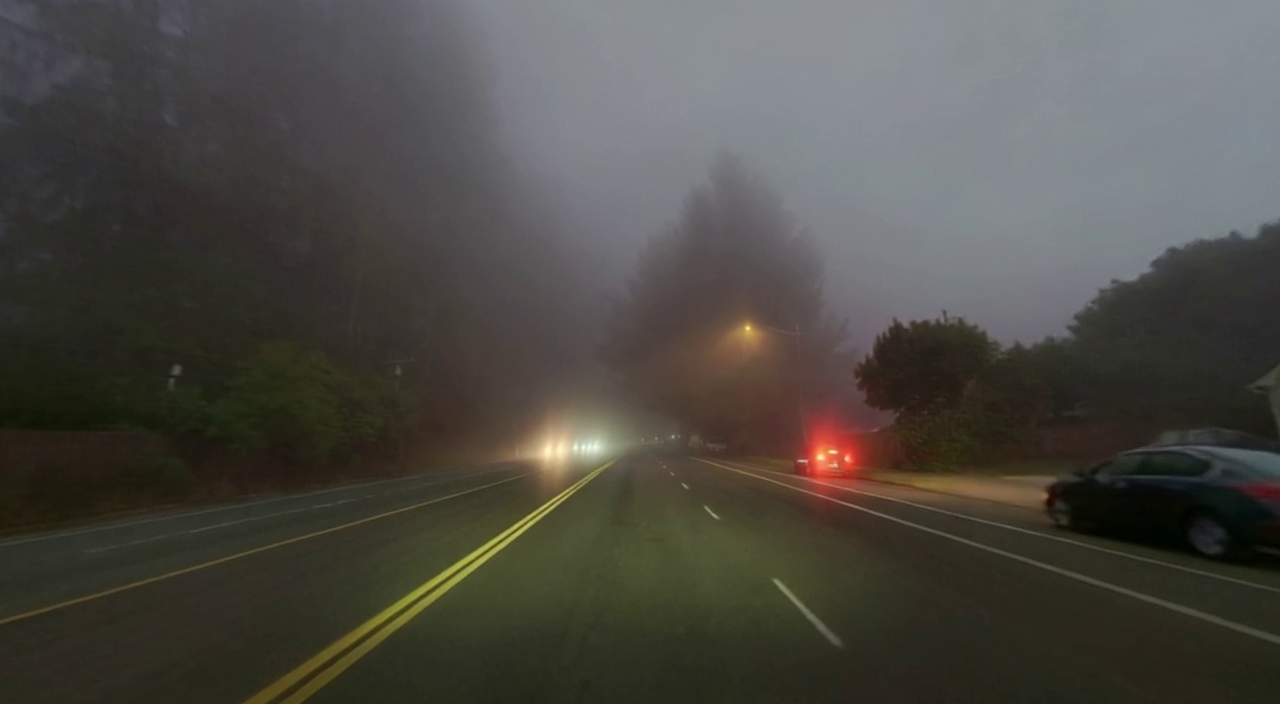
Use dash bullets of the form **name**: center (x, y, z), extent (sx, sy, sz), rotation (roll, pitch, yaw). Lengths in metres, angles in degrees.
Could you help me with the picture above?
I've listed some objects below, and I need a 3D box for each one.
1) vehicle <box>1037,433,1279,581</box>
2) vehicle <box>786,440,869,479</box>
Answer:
- **vehicle**: center (7.428, 1.780, 7.890), extent (2.010, 1.469, 4.548), rotation (0, -8, 1)
- **vehicle**: center (7.628, 4.426, 26.244), extent (1.967, 1.449, 4.645), rotation (0, -8, 0)
